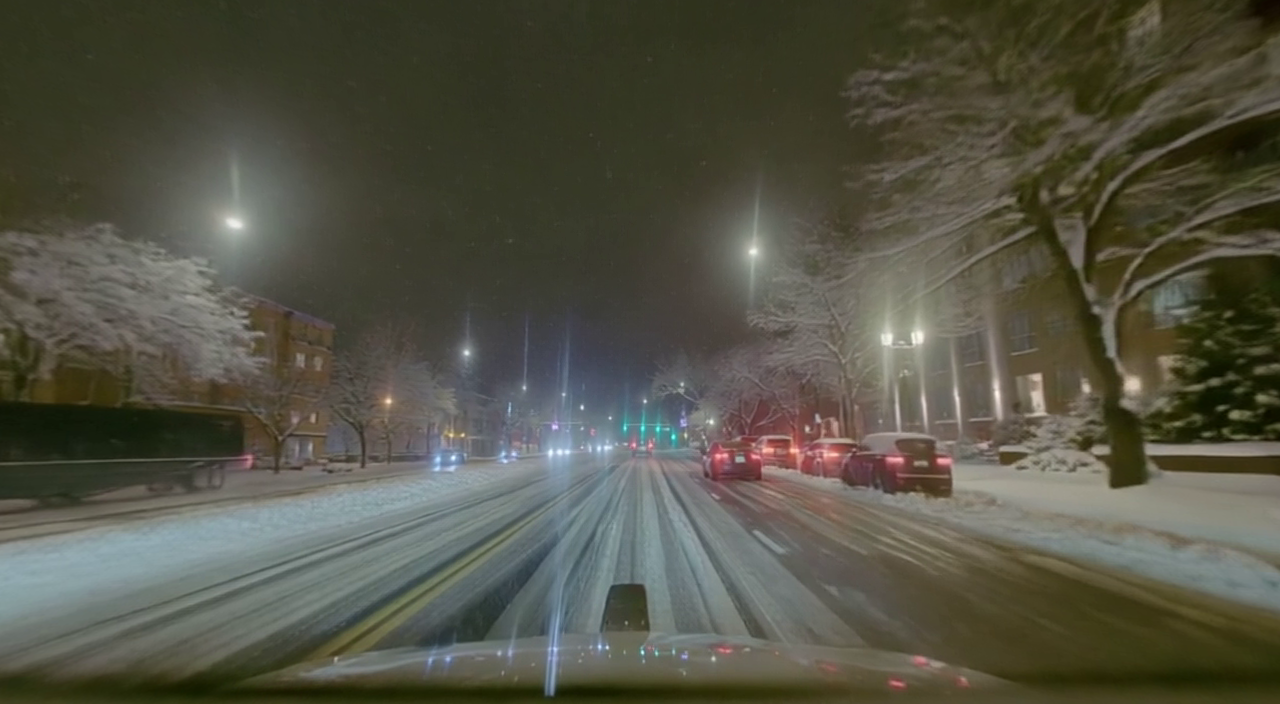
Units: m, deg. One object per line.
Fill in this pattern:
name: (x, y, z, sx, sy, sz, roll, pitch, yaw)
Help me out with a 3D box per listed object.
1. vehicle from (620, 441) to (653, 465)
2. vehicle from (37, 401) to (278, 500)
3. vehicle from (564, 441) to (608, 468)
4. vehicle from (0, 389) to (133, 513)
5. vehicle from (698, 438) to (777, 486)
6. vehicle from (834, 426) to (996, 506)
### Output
vehicle: (-0.219, 6.745, 42.355, 2.101, 1.480, 3.929, 0, -8, 1)
vehicle: (-19.083, 4.030, 26.092, 2.780, 3.339, 8.934, 0, -8, 1)
vehicle: (-3.093, 5.989, 36.967, 2.082, 1.467, 4.379, 0, -8, 1)
vehicle: (-19.195, 2.686, 16.969, 2.995, 3.396, 9.534, 0, -8, 1)
vehicle: (3.239, 3.751, 21.847, 1.990, 1.486, 4.431, 0, -8, 0)
vehicle: (6.877, 2.898, 16.495, 2.023, 1.758, 4.795, 0, -8, 0)
